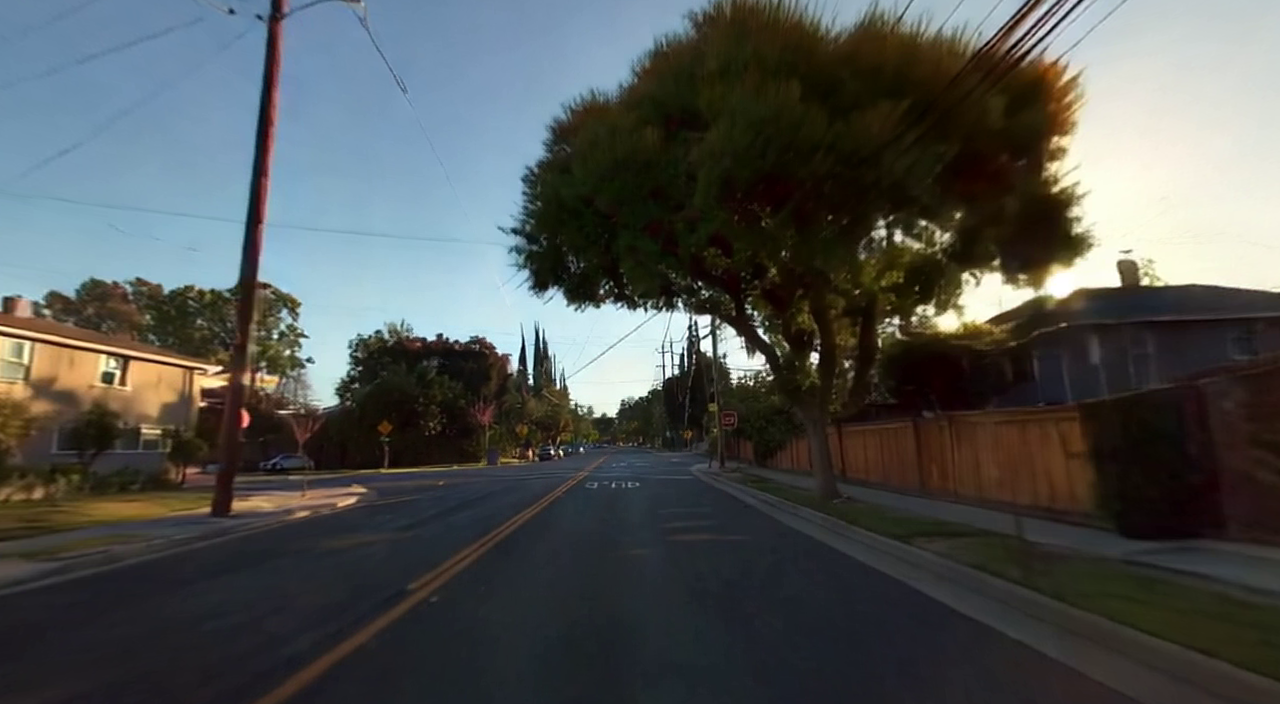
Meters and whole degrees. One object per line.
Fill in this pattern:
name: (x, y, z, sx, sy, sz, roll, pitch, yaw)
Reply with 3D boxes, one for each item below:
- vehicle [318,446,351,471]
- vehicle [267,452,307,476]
vehicle: (-23.932, 8.310, 49.602, 2.083, 1.802, 4.455, 4, -9, -24)
vehicle: (-24.272, 7.650, 43.582, 1.955, 1.448, 4.542, 3, -9, -24)
